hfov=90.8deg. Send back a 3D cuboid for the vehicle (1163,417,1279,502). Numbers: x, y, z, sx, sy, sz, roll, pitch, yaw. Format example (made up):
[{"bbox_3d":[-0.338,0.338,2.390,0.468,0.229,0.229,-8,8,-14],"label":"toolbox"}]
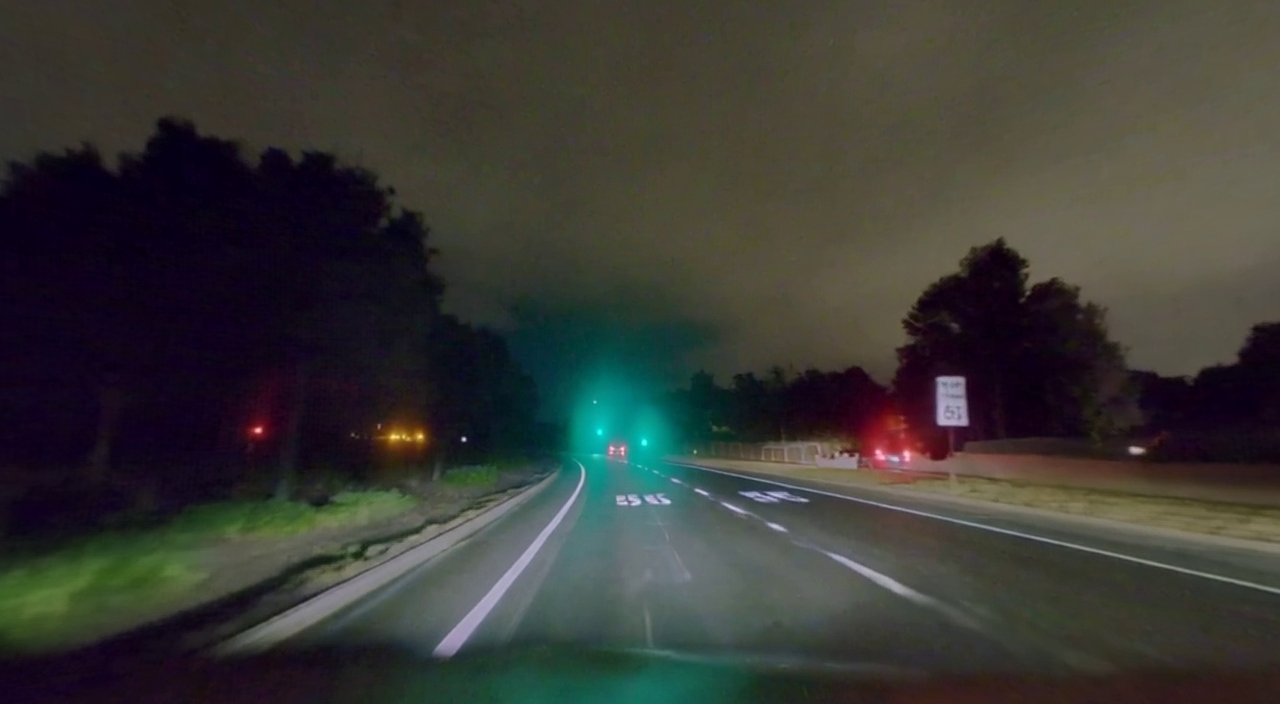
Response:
[{"bbox_3d":[23.821,4.228,25.206,2.236,2.968,6.014,-3,-9,18],"label":"vehicle"}]

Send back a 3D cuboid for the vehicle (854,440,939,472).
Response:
[{"bbox_3d":[15.683,6.365,38.741,4.457,1.724,1.871,3,-9,-2],"label":"vehicle"}]
